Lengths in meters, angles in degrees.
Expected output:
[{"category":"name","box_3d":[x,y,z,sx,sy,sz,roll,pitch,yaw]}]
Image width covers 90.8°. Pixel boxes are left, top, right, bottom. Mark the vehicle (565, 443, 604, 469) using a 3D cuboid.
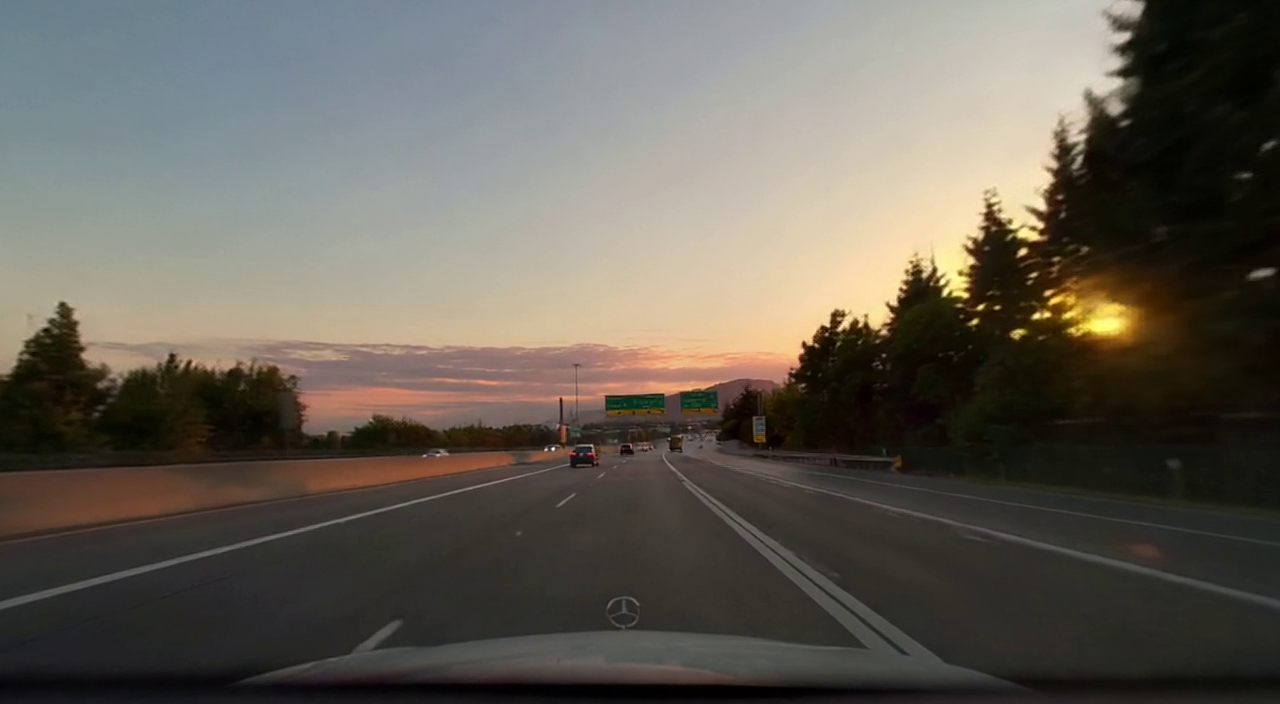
[{"category":"vehicle","box_3d":[-3.360,6.387,38.931,1.979,1.521,4.147,0,-9,1]}]
